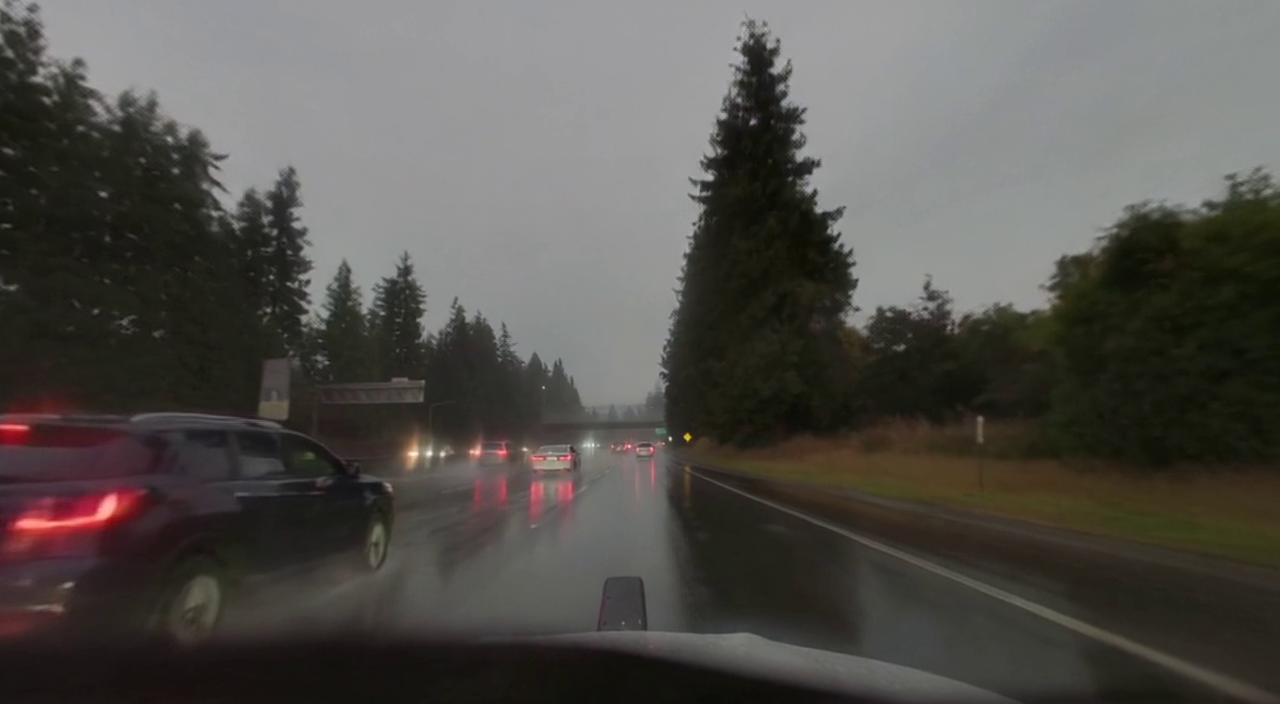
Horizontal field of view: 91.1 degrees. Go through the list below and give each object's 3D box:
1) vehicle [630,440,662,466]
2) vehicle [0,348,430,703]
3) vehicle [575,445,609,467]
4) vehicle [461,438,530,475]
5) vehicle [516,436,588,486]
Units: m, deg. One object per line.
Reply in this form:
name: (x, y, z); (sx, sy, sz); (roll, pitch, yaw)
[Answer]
vehicle: (0.474, 7.561, 47.152); (2.285, 1.797, 4.478); (0, -8, 0)
vehicle: (-3.492, 1.152, 4.647); (2.040, 1.672, 5.122); (0, -8, 1)
vehicle: (-3.304, 7.183, 43.516); (2.055, 1.431, 3.921); (0, -8, 0)
vehicle: (-7.199, 5.269, 31.935); (2.134, 1.715, 5.231); (0, -8, 1)
vehicle: (-3.177, 4.032, 23.567); (2.056, 1.679, 4.204); (0, -8, 1)
